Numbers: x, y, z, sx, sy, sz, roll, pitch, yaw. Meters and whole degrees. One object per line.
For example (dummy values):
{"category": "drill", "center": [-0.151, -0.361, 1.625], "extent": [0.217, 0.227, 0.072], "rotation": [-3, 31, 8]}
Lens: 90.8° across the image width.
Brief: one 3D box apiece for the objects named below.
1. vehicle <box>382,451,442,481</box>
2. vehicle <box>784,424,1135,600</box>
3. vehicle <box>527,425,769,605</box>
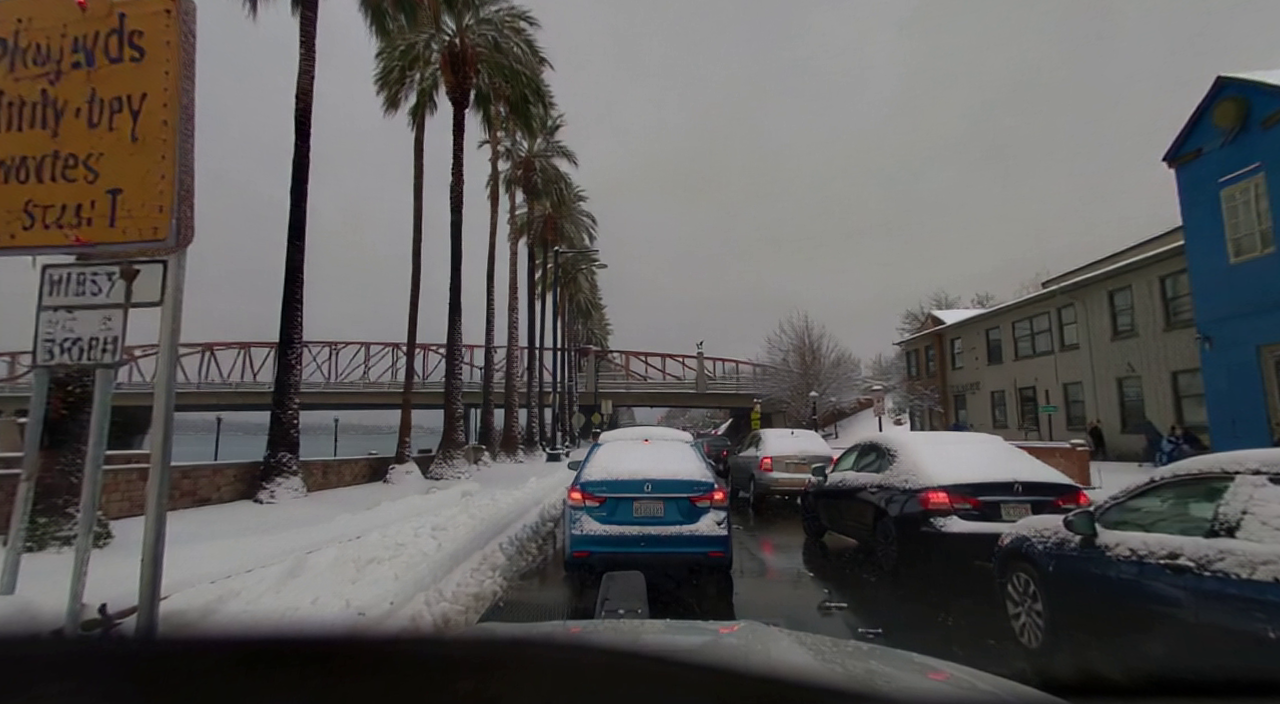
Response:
{"category": "vehicle", "center": [-14.954, 7.468, 41.679], "extent": [2.104, 1.802, 4.852], "rotation": [0, -9, 0]}
{"category": "vehicle", "center": [3.267, 1.717, 7.716], "extent": [1.920, 1.490, 4.417], "rotation": [0, -9, -1]}
{"category": "vehicle", "center": [0.061, 1.669, 7.276], "extent": [2.048, 1.503, 3.681], "rotation": [0, -9, 0]}
